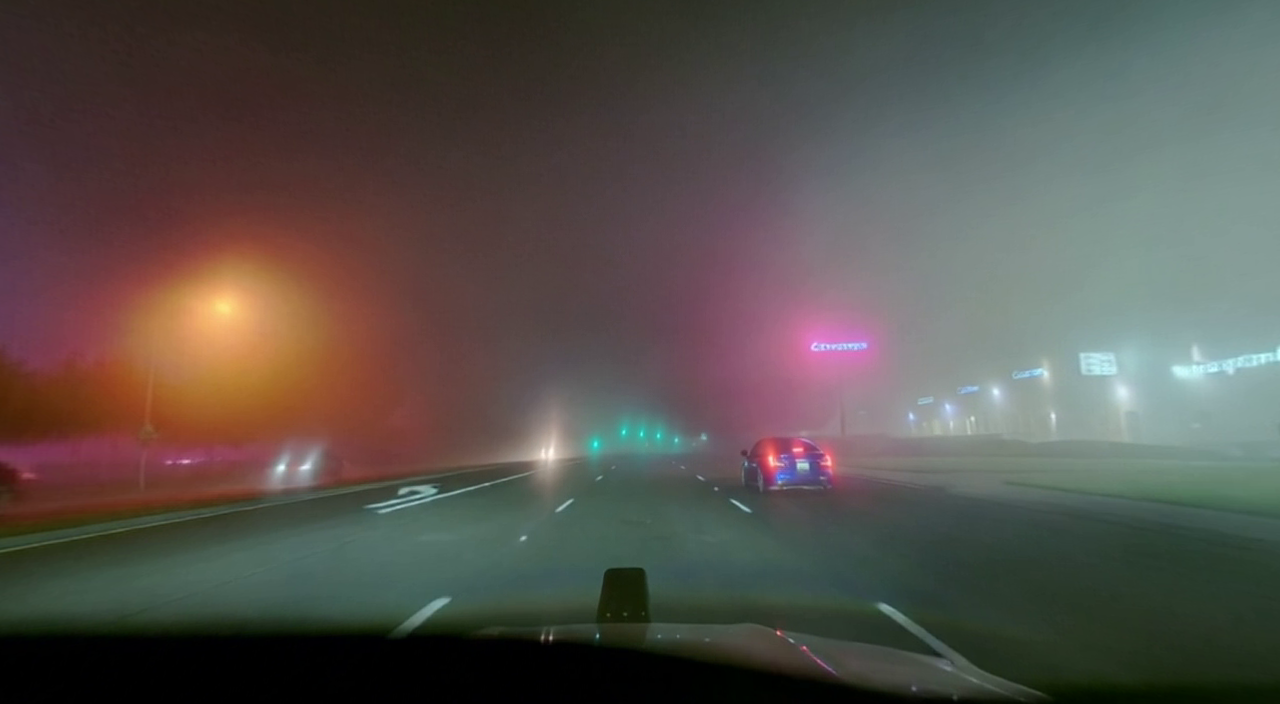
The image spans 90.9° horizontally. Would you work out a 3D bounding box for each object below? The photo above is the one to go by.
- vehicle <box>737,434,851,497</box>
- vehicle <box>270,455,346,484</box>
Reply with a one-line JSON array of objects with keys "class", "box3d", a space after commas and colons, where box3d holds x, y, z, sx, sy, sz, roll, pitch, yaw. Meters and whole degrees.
[{"class": "vehicle", "box3d": [4.028, 3.046, 17.308, 1.977, 1.474, 4.399, 0, -8, 0]}, {"class": "vehicle", "box3d": [-19.061, 6.720, 36.417, 1.922, 1.462, 4.547, 0, -8, 0]}]
